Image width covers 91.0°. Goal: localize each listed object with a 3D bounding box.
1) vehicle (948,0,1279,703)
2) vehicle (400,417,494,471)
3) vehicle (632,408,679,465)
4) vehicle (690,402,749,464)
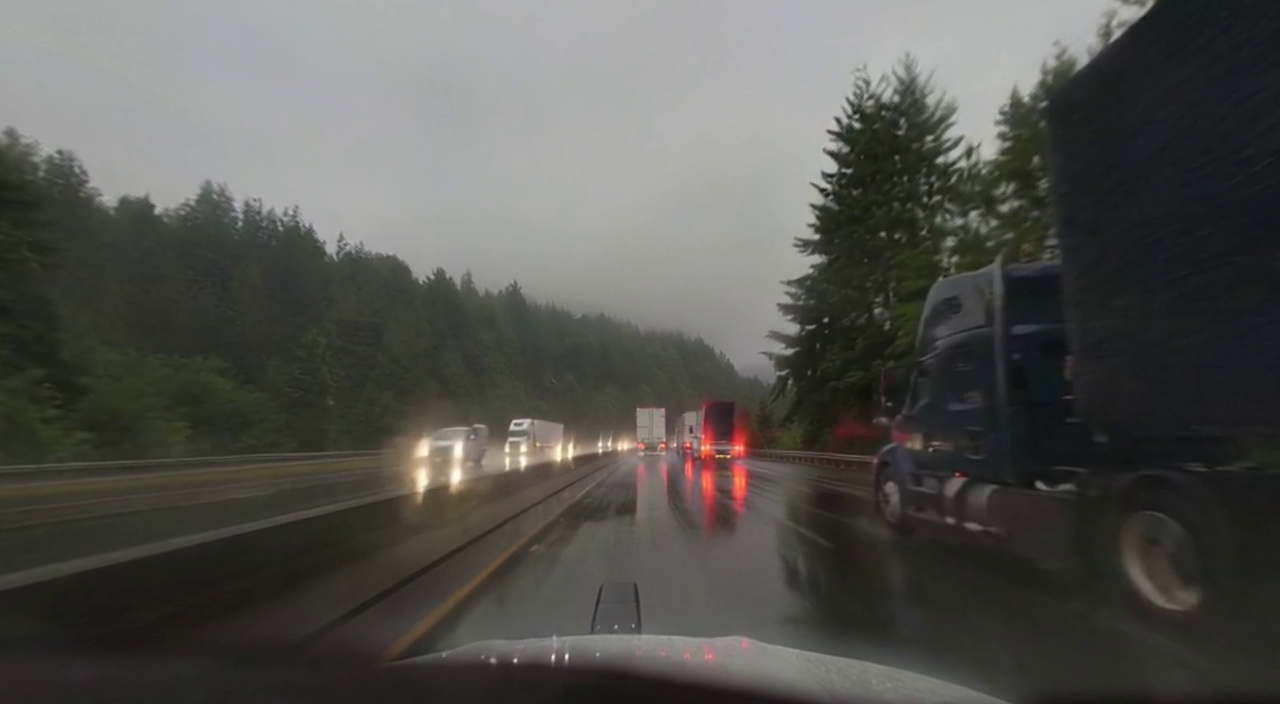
[{"bbox_3d":[4.725,-0.198,3.277,3.012,3.936,5.848,0,-8,-1],"label":"vehicle"},{"bbox_3d":[-8.634,4.213,28.981,2.193,2.189,6.439,-1,-8,1],"label":"vehicle"},{"bbox_3d":[0.872,5.363,39.977,2.644,3.247,7.454,0,-8,0],"label":"vehicle"},{"bbox_3d":[4.912,5.215,40.213,2.956,3.604,6.277,0,-8,1],"label":"vehicle"}]
